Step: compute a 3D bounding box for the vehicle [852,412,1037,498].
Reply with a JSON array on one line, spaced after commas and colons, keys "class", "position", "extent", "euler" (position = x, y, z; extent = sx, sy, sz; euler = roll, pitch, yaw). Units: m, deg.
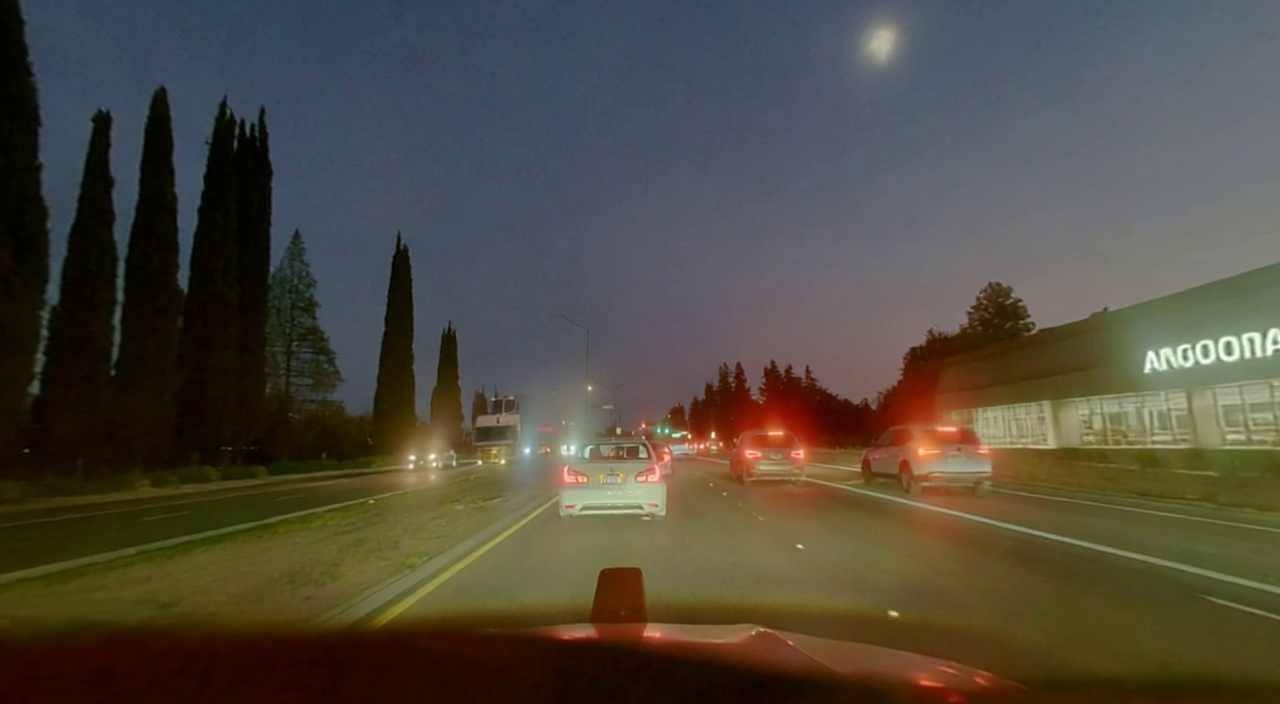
[{"class": "vehicle", "position": [7.754, 2.700, 16.806], "extent": [2.425, 1.936, 5.081], "euler": [0, -8, 1]}]

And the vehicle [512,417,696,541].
[{"class": "vehicle", "position": [-0.455, 1.909, 10.049], "extent": [2.315, 1.563, 4.080], "euler": [0, -8, 0]}]

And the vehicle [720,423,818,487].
[{"class": "vehicle", "position": [3.876, 3.194, 19.760], "extent": [2.090, 1.763, 4.560], "euler": [0, -8, 0]}]

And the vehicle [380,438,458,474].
[{"class": "vehicle", "position": [-13.602, 6.444, 39.209], "extent": [2.394, 2.012, 6.232], "euler": [0, -8, 2]}]

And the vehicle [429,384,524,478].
[{"class": "vehicle", "position": [-8.129, 4.098, 32.203], "extent": [3.043, 4.303, 6.343], "euler": [0, -8, 1]}]
